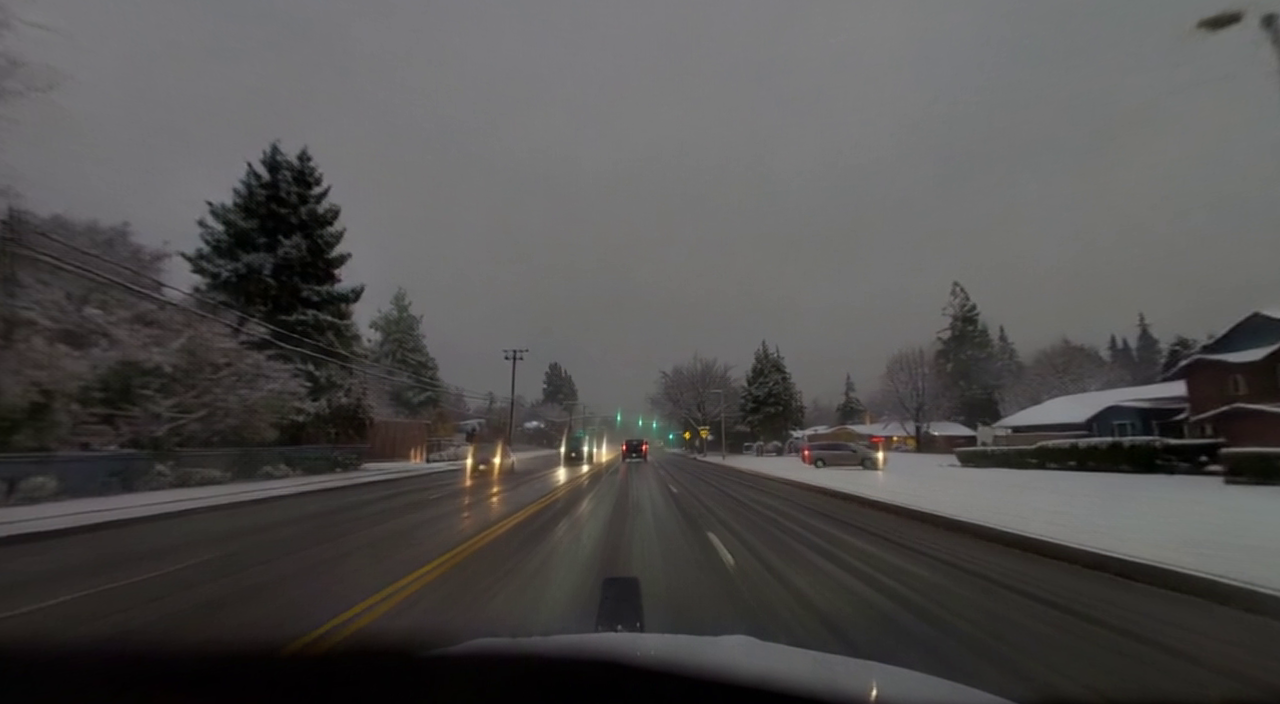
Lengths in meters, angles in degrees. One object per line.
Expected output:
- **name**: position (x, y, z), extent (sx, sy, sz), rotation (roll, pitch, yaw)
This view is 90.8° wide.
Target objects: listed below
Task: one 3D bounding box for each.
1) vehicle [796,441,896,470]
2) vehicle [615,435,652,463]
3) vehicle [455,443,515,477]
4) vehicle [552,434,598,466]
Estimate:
- **vehicle**: position (11.110, 5.605, 34.289), extent (4.697, 1.462, 1.881), rotation (0, -8, -2)
- **vehicle**: position (-0.394, 7.129, 46.382), extent (2.554, 1.902, 5.329), rotation (0, -9, 1)
- **vehicle**: position (-7.432, 5.210, 30.710), extent (1.961, 1.510, 3.827), rotation (0, -9, 0)
- **vehicle**: position (-4.185, 6.475, 41.675), extent (2.429, 1.953, 5.345), rotation (0, -9, 1)
